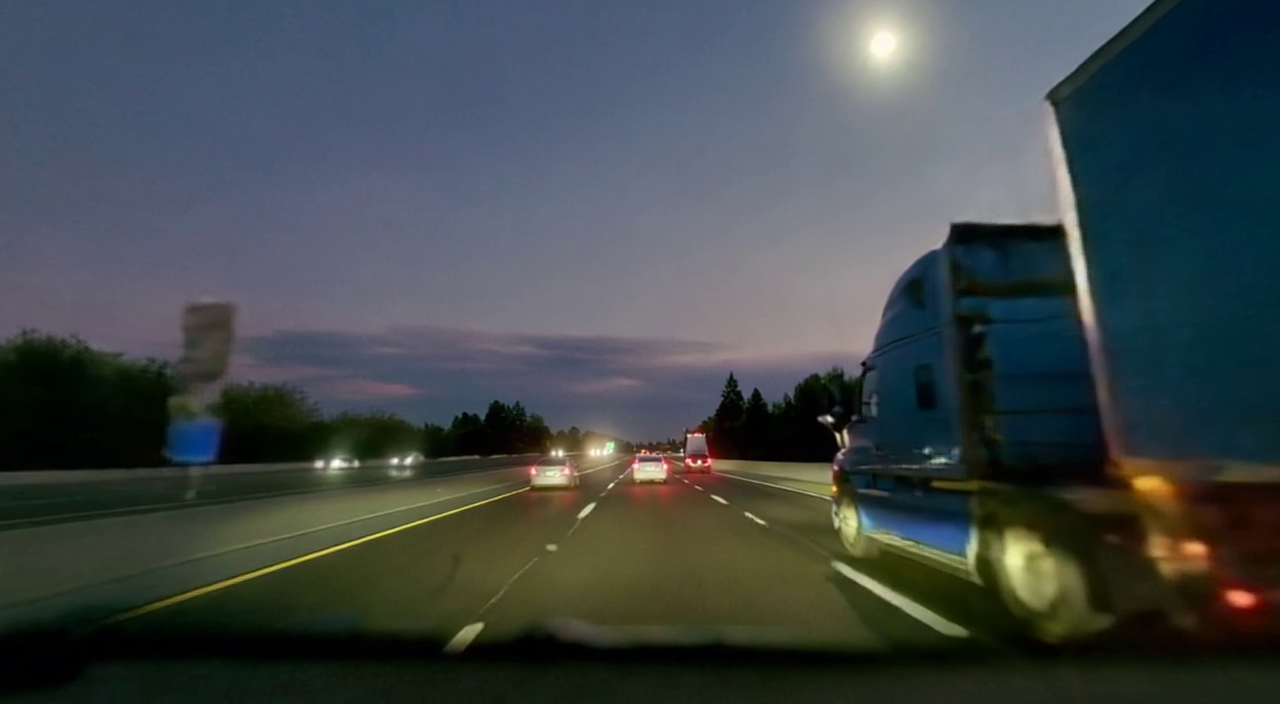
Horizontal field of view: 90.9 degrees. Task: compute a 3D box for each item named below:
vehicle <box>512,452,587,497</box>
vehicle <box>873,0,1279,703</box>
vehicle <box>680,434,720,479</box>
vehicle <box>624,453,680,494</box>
[{"bbox_3d":[-3.255,4.492,23.468,2.105,1.467,4.099,0,-9,1],"label":"vehicle"},{"bbox_3d":[4.740,0.263,5.551,3.019,3.957,5.903,0,-9,0],"label":"vehicle"},{"bbox_3d":[4.501,7.677,46.129,2.650,2.978,6.937,-2,-10,7],"label":"vehicle"},{"bbox_3d":[0.454,4.898,25.765,2.089,1.516,4.191,0,-9,0],"label":"vehicle"}]
